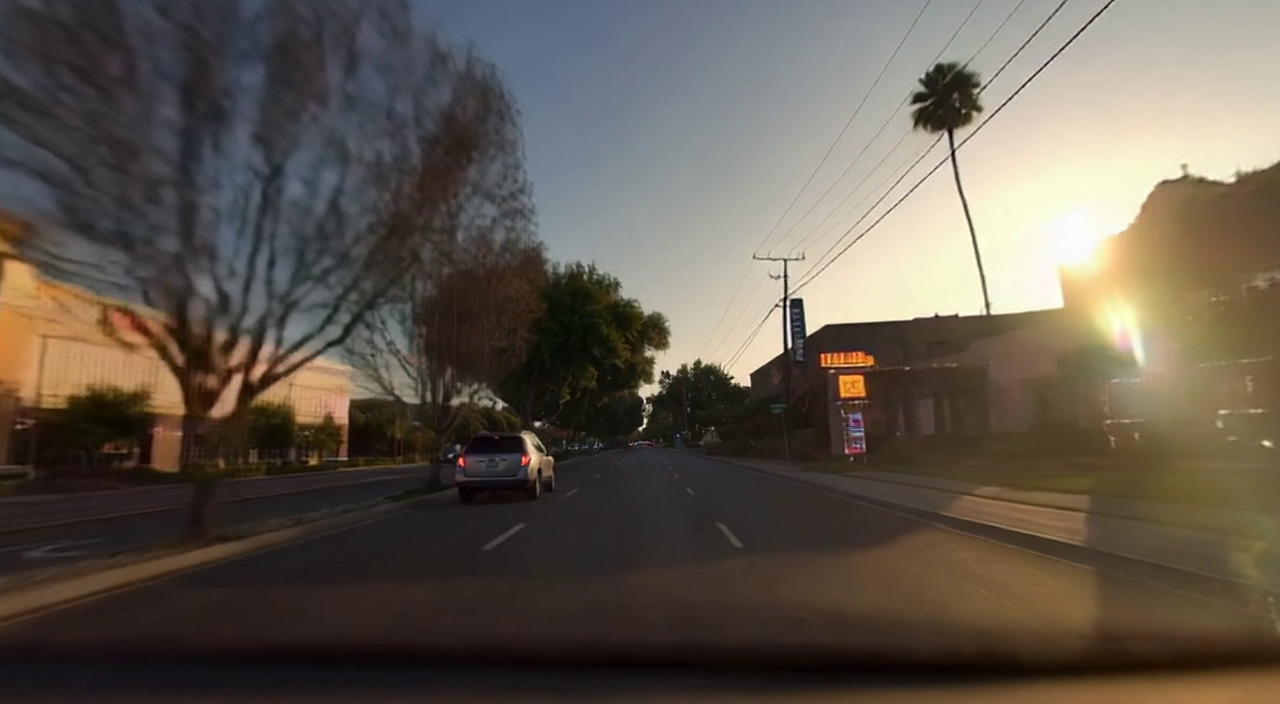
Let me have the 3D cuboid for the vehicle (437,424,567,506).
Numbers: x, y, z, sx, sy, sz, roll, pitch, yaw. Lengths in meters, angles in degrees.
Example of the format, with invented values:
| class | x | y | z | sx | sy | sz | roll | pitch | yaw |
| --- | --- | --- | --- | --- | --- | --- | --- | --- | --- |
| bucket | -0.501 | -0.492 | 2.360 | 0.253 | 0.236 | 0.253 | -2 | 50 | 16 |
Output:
| class | x | y | z | sx | sy | sz | roll | pitch | yaw |
| --- | --- | --- | --- | --- | --- | --- | --- | --- | --- |
| vehicle | -3.172 | 2.705 | 15.580 | 2.062 | 1.693 | 4.669 | 0 | -8 | 1 |
